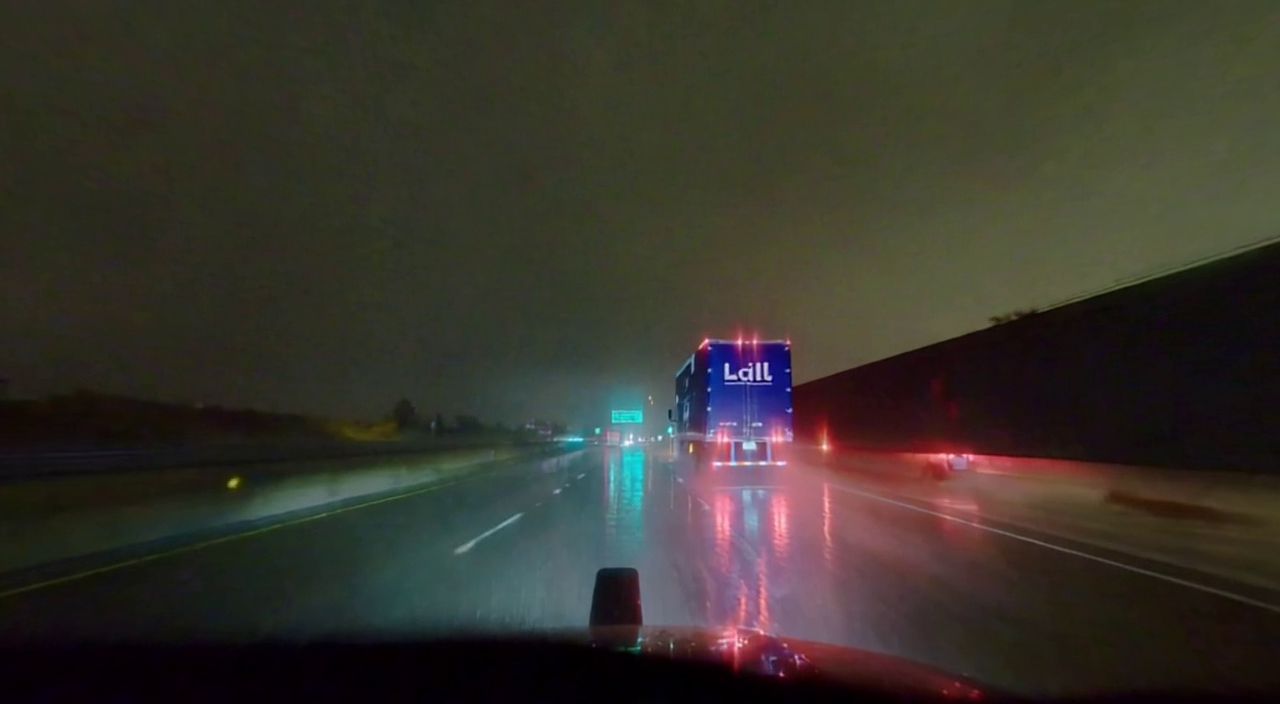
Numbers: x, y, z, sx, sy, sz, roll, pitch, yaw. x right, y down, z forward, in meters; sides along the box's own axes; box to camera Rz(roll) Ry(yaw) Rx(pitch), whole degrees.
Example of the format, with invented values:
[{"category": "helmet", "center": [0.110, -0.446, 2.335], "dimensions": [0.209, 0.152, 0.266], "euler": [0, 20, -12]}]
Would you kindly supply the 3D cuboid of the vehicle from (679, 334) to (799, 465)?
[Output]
[{"category": "vehicle", "center": [3.618, 2.492, 27.567], "dimensions": [3.034, 4.194, 14.704], "euler": [0, -8, 1]}]
